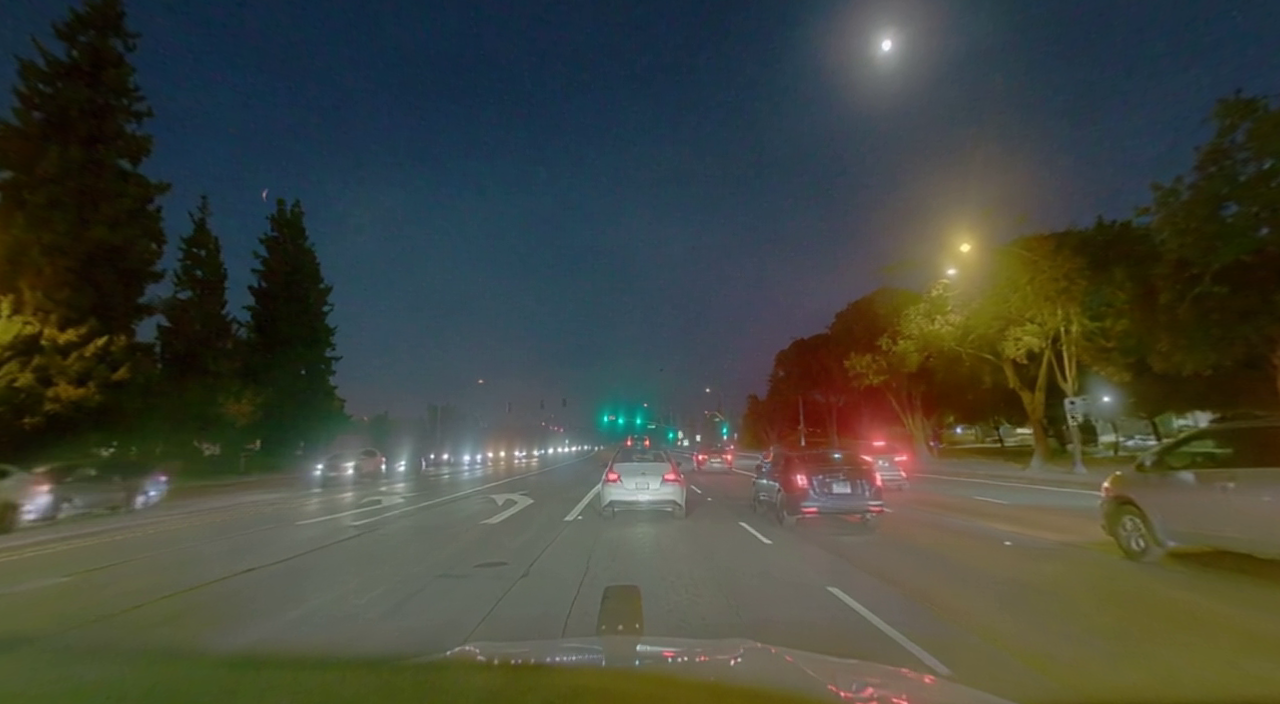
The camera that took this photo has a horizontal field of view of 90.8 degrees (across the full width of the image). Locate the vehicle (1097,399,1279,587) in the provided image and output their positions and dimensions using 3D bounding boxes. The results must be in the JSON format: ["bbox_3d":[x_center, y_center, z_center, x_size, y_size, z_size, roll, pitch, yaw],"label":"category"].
[{"bbox_3d":[6.937,1.317,5.908,1.987,1.730,4.373,0,-8,-1],"label":"vehicle"}]

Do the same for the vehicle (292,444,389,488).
[{"bbox_3d":[-12.361,4.693,26.425,1.963,1.649,4.290,0,-8,0],"label":"vehicle"}]

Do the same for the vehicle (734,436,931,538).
[{"bbox_3d":[3.151,2.317,11.640,1.970,1.445,4.974,0,-8,-1],"label":"vehicle"}]

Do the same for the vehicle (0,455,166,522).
[{"bbox_3d":[-15.340,3.580,17.078,1.776,1.480,4.236,0,-8,-1],"label":"vehicle"}]

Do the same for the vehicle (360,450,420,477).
[{"bbox_3d":[-14.895,6.645,37.955,2.018,1.469,4.916,1,-9,-5],"label":"vehicle"}]

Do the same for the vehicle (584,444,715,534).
[{"bbox_3d":[0.092,2.386,11.673,1.990,1.347,4.067,0,-8,-2],"label":"vehicle"}]
